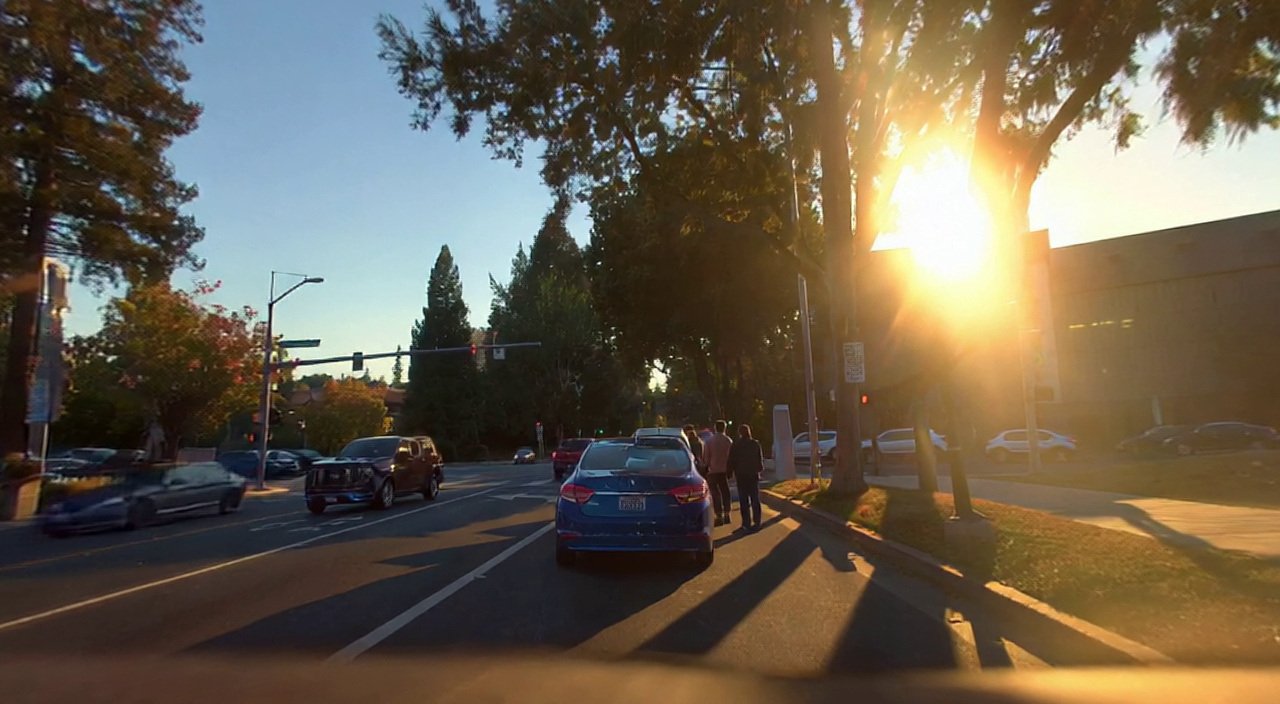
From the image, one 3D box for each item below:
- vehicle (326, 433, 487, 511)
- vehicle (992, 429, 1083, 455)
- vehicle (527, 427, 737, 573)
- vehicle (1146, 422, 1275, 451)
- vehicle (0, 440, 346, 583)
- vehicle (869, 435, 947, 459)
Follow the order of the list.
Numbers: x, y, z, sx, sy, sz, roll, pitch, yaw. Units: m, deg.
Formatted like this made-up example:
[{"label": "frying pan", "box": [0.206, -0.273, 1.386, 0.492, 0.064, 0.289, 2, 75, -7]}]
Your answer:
[{"label": "vehicle", "box": [-6.154, 3.219, 17.464, 2.230, 1.811, 5.183, -1, -9, 3]}, {"label": "vehicle", "box": [23.814, 5.437, 37.753, 4.454, 1.440, 1.816, -5, -10, 30]}, {"label": "vehicle", "box": [-0.053, 1.858, 8.678, 2.182, 1.501, 4.150, 0, -9, 1]}, {"label": "vehicle", "box": [30.517, 4.602, 33.806, 4.739, 1.472, 1.804, -5, -10, 30]}, {"label": "vehicle", "box": [-6.327, 2.064, 9.036, 1.948, 1.530, 4.283, 0, -9, 3]}, {"label": "vehicle", "box": [17.523, 6.214, 41.142, 4.441, 1.452, 1.798, -5, -10, 30]}]
